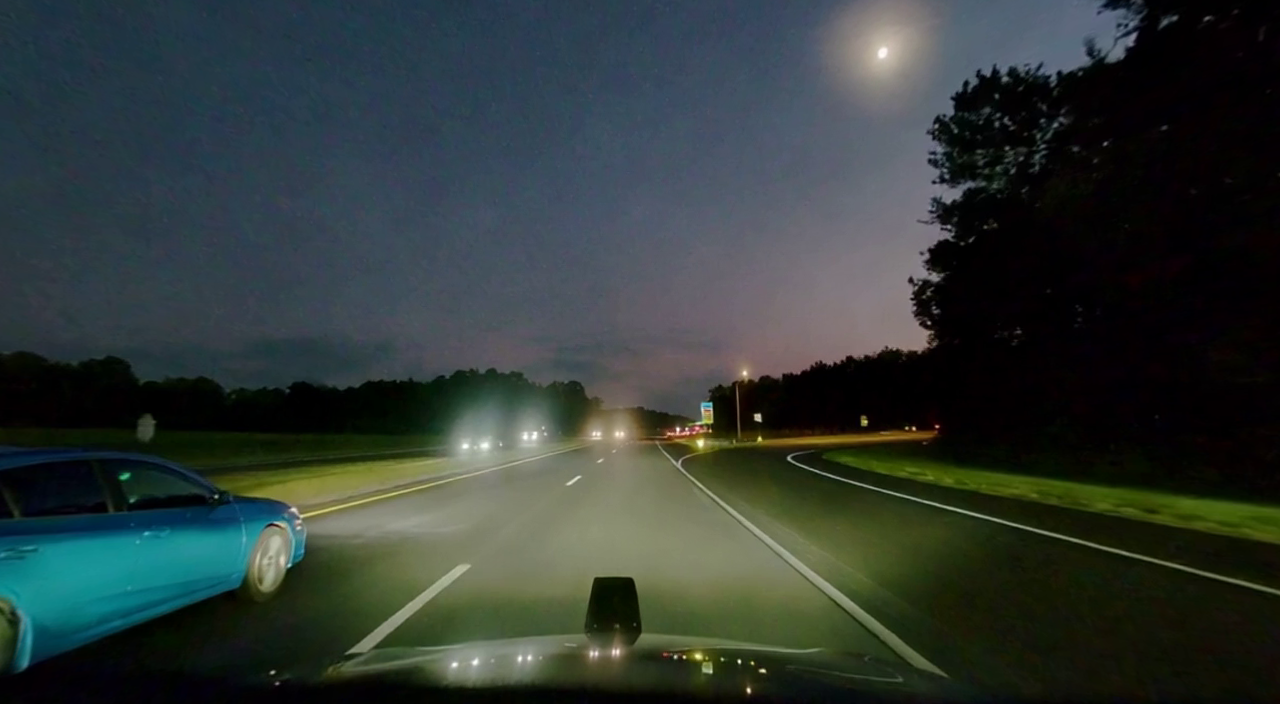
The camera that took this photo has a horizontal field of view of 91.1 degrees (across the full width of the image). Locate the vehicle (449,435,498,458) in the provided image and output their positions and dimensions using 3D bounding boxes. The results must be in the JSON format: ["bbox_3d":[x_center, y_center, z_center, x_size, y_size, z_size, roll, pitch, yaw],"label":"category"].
[{"bbox_3d":[-10.720,6.093,40.851,1.832,1.366,4.633,0,-8,1],"label":"vehicle"}]
